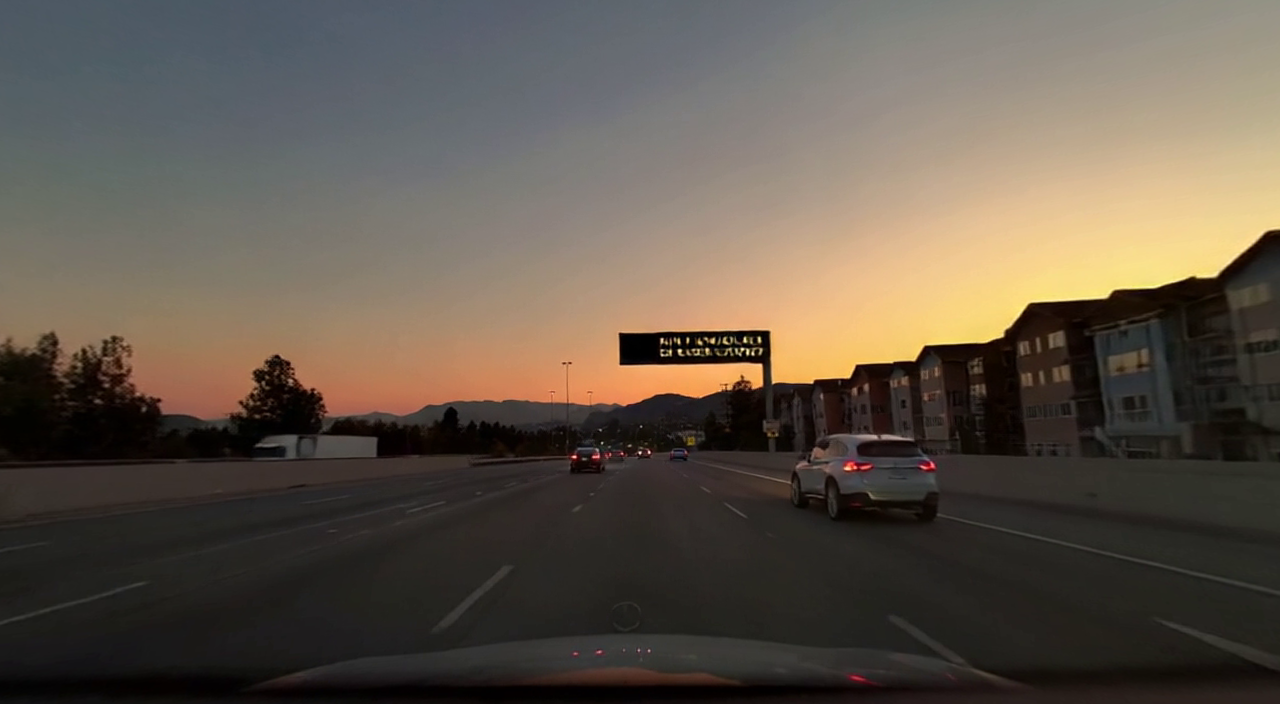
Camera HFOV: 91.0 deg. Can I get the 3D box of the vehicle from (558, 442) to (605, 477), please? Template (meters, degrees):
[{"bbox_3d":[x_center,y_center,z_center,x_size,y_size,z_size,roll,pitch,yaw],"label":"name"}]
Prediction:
[{"bbox_3d":[-3.071,5.770,34.090,2.075,1.721,4.763,0,-9,1],"label":"vehicle"}]

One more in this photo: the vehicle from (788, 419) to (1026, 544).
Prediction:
[{"bbox_3d":[4.328,2.183,11.273,2.170,1.733,4.631,0,-9,0],"label":"vehicle"}]
